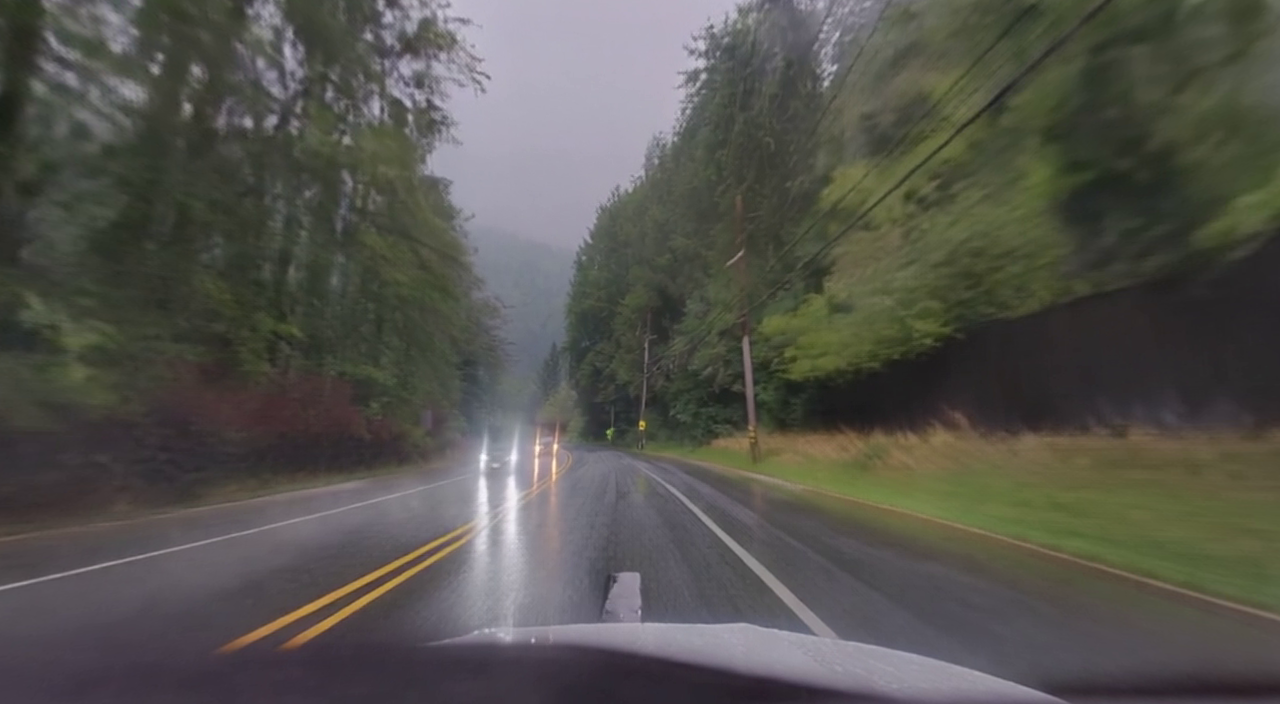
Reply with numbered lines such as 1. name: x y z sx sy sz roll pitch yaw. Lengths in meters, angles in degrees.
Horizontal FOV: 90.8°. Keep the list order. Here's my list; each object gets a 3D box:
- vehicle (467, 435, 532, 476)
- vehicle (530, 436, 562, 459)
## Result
1. vehicle: -6.237 4.630 28.591 2.143 1.694 4.326 1 -8 -3
2. vehicle: -7.183 7.341 48.785 2.165 1.648 4.605 1 -8 -6
